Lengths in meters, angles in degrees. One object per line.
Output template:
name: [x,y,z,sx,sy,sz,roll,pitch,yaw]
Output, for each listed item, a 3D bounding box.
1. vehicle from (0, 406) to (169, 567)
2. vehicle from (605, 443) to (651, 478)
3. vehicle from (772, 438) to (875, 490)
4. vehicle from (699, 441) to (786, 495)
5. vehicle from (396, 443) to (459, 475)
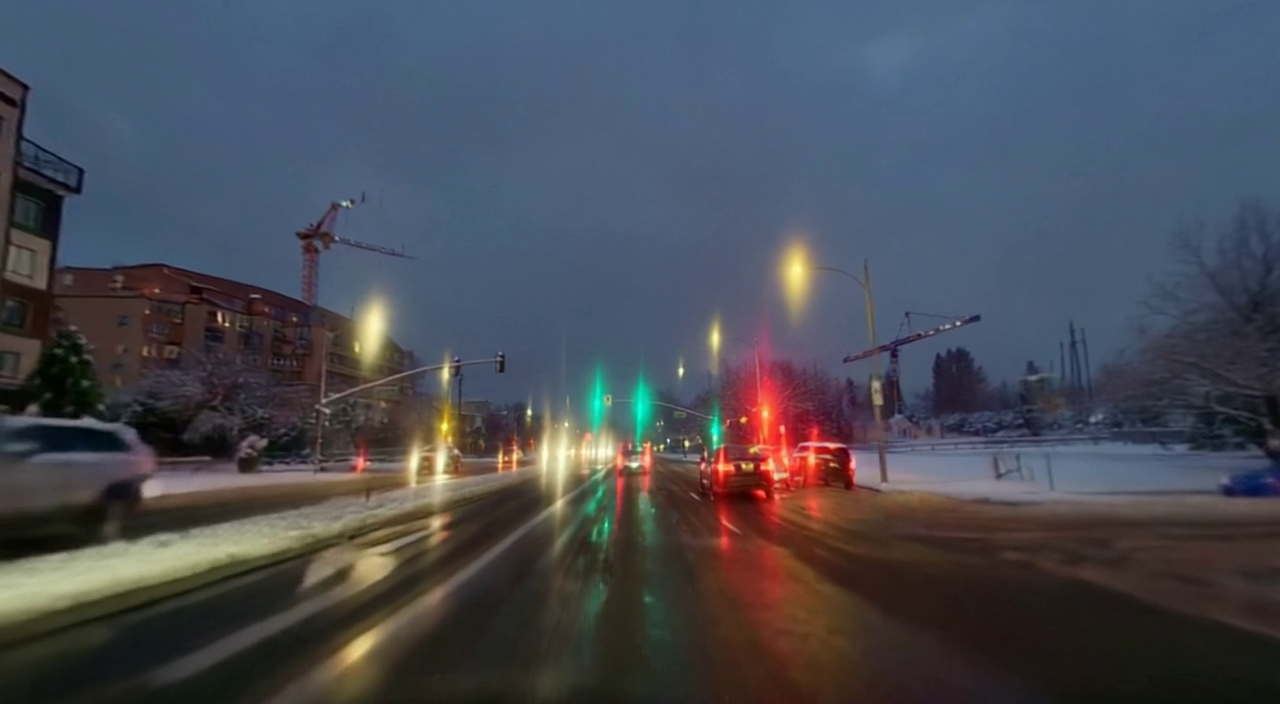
vehicle: [-8.416,1.575,7.374,2.111,1.832,4.778,0,-9,0]
vehicle: [-0.550,5.049,29.658,2.006,1.487,3.535,0,-9,-1]
vehicle: [7.229,4.465,25.655,2.317,1.852,5.530,0,-9,-2]
vehicle: [3.075,3.561,19.753,1.910,1.474,4.003,0,-9,-2]
vehicle: [-11.996,6.045,35.963,1.975,1.714,4.638,0,-9,0]
